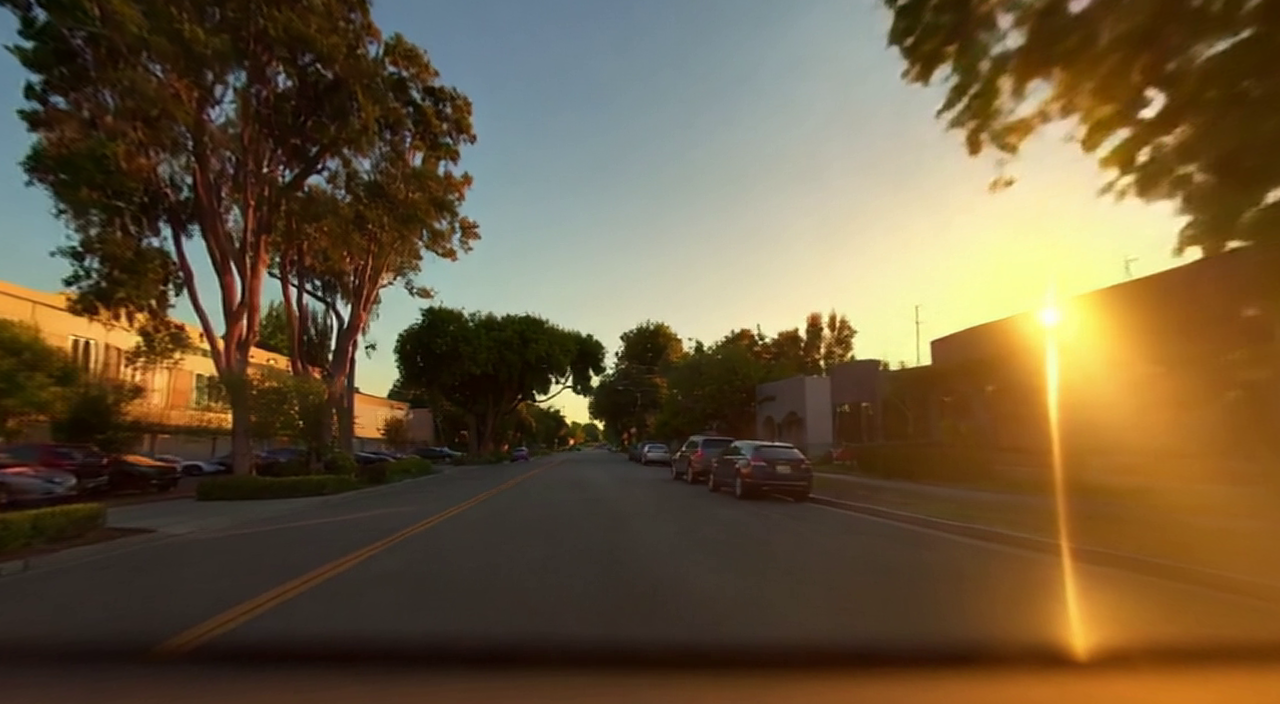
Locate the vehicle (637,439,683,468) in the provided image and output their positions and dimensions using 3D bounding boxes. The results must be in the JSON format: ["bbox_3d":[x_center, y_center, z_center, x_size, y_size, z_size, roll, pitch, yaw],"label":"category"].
[{"bbox_3d":[1.064,5.857,36.721,1.952,1.538,5.215,0,-8,-6],"label":"vehicle"}]

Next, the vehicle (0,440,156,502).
[{"bbox_3d":[-16.980,3.421,18.448,4.444,1.647,2.117,-3,-9,15],"label":"vehicle"}]

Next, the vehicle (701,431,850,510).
[{"bbox_3d":[2.971,2.729,15.161,1.933,1.528,5.006,0,-8,-7],"label":"vehicle"}]

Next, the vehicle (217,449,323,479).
[{"bbox_3d":[-18.946,5.723,32.416,4.491,1.455,1.959,-3,-9,13],"label":"vehicle"}]
